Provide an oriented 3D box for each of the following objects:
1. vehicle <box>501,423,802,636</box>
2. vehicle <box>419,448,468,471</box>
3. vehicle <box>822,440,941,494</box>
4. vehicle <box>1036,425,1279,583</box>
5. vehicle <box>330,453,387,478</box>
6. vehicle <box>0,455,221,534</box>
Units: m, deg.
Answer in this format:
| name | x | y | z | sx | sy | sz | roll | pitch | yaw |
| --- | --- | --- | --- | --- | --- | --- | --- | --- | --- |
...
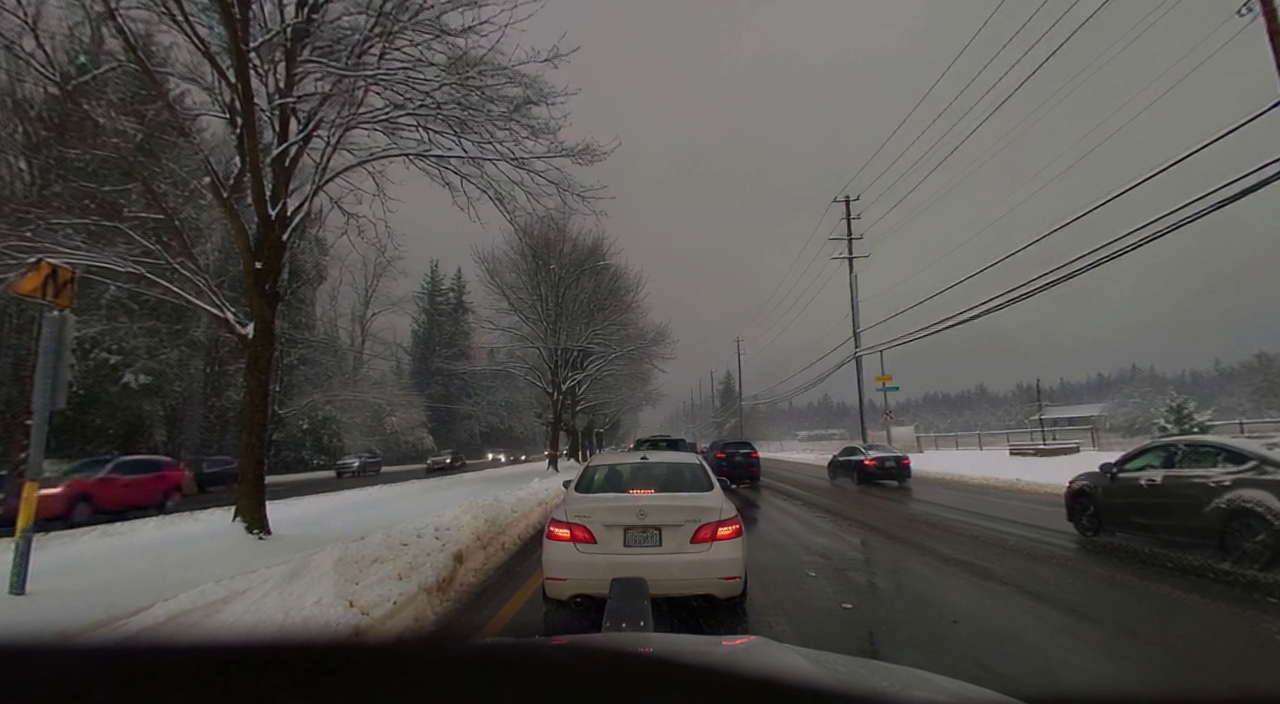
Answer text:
| name | x | y | z | sx | sy | sz | roll | pitch | yaw |
| --- | --- | --- | --- | --- | --- | --- | --- | --- | --- |
| vehicle | 0.070 | 1.540 | 6.472 | 2.108 | 1.479 | 3.935 | 0 | -8 | 0 |
| vehicle | -15.136 | 8.273 | 48.839 | 2.291 | 1.682 | 4.835 | 0 | -8 | 0 |
| vehicle | 7.337 | 3.512 | 19.732 | 1.899 | 1.458 | 4.499 | 0 | -8 | 0 |
| vehicle | 6.996 | 1.645 | 7.378 | 1.850 | 1.480 | 4.474 | 0 | -8 | 1 |
| vehicle | -19.130 | 7.717 | 43.137 | 1.853 | 1.489 | 4.449 | 0 | -8 | 0 |
| vehicle | -12.024 | 3.117 | 14.416 | 1.804 | 1.430 | 4.456 | 0 | -8 | 1 |
